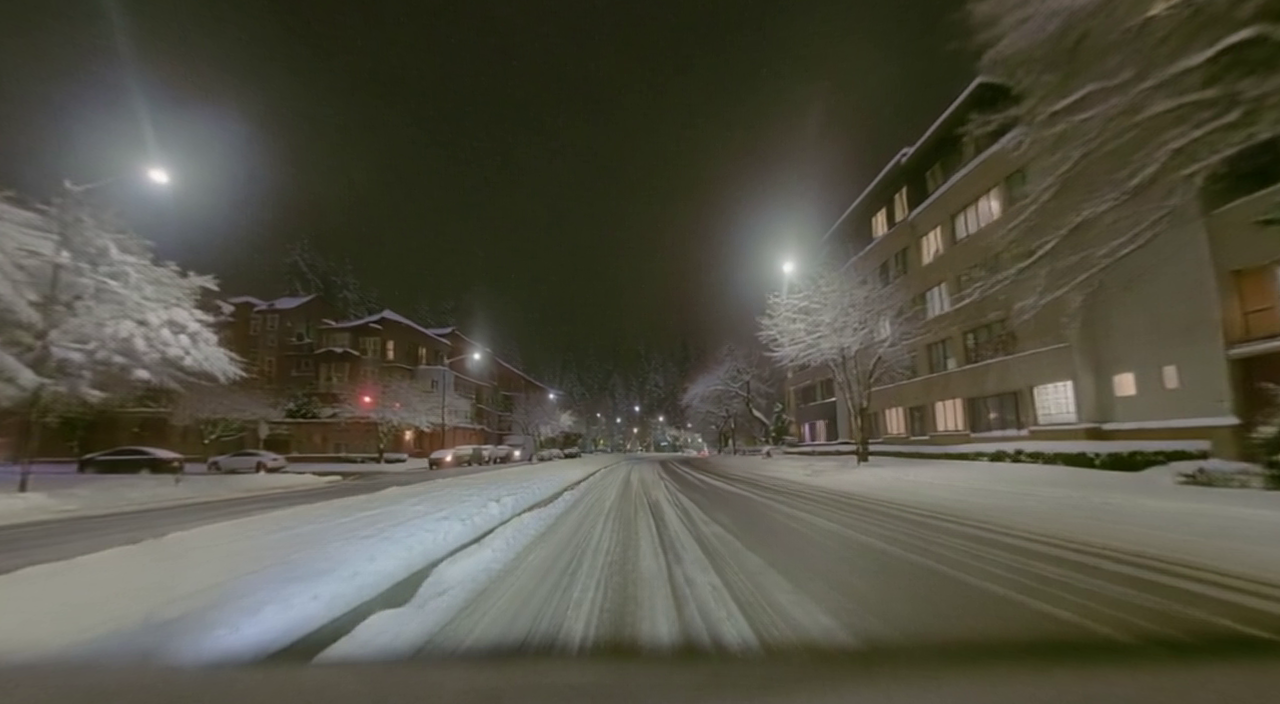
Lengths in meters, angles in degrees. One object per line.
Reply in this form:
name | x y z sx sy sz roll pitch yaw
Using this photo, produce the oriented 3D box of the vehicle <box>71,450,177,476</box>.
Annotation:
vehicle | -34.076 7.325 41.838 5.184 1.645 1.977 1 -9 -1
